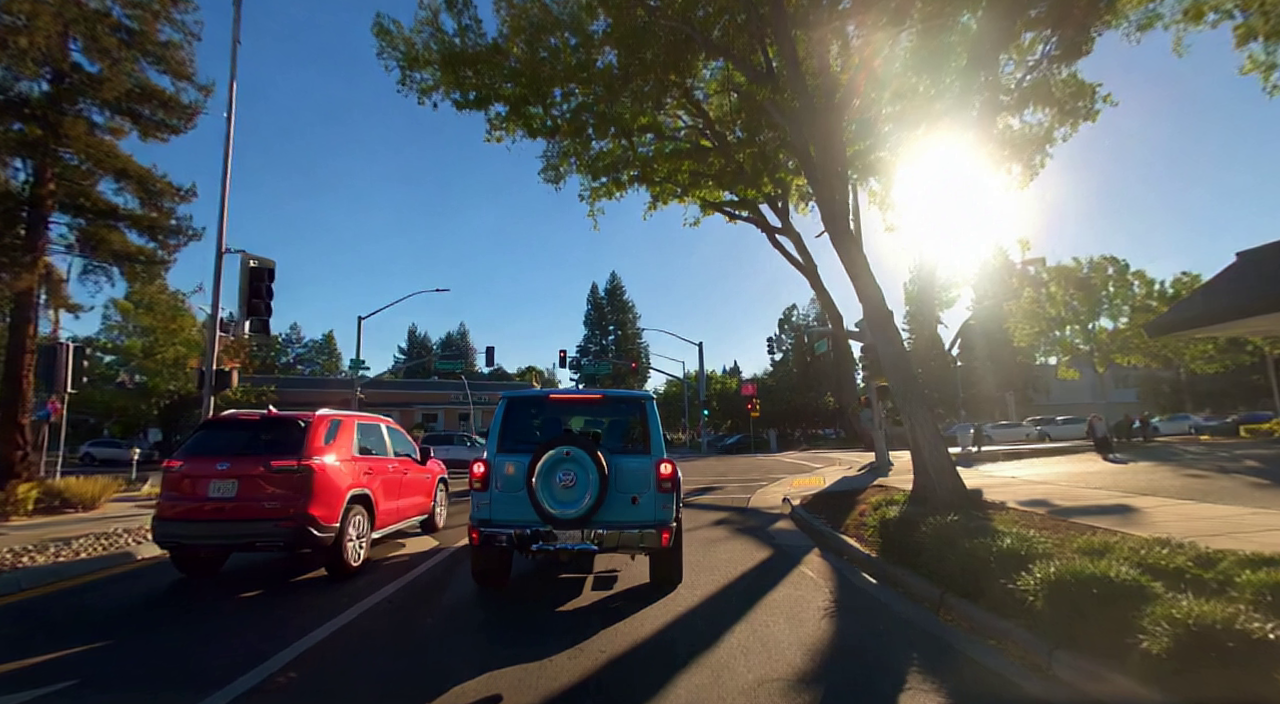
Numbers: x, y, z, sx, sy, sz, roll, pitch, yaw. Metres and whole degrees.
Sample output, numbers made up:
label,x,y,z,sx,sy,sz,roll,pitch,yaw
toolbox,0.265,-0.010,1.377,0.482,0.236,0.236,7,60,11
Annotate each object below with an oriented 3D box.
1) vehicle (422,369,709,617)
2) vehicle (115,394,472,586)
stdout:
label,x,y,z,sx,sy,sz,roll,pitch,yaw
vehicle,-0.622,1.438,7.330,2.224,1.923,4.643,0,-8,-1
vehicle,-3.904,1.643,8.327,2.130,1.819,4.497,0,-8,0
